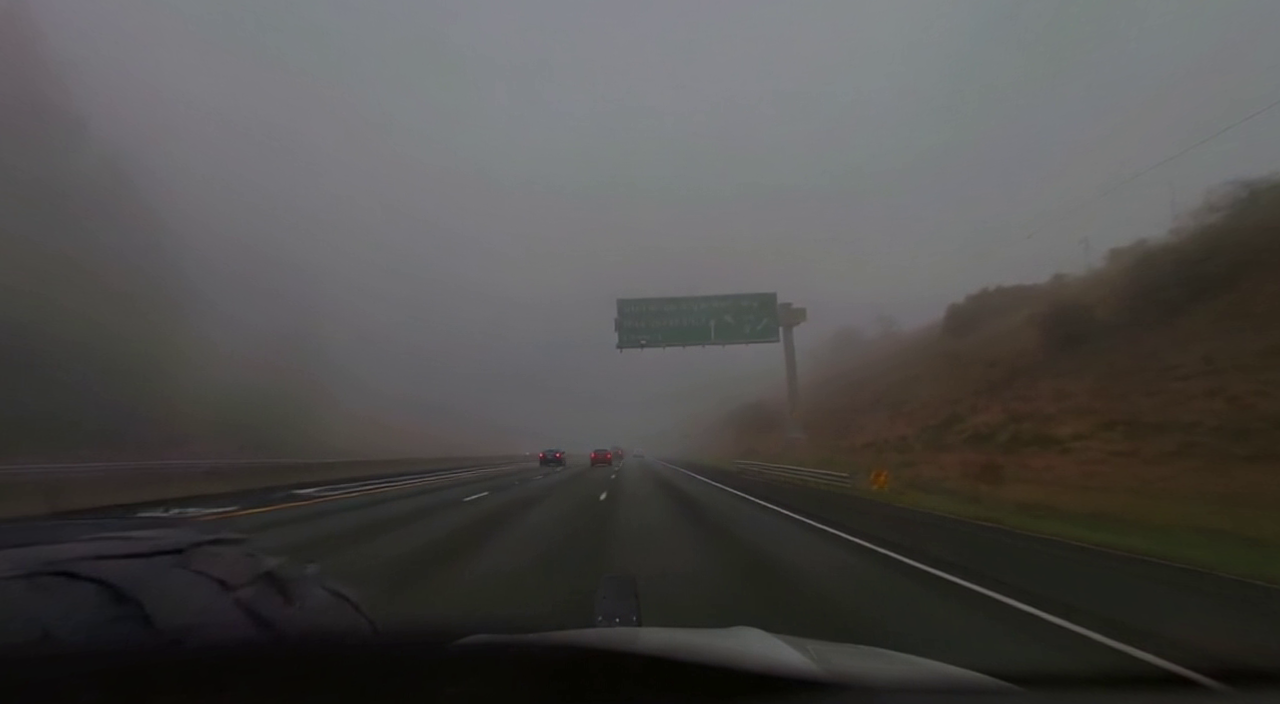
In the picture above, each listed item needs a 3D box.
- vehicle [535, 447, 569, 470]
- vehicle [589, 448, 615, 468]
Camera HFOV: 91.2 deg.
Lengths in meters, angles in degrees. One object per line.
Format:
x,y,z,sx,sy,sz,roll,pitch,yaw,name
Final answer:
-6.546,7.982,47.143,2.028,1.563,4.734,0,-9,-1,vehicle
-2.919,8.262,49.059,1.895,1.482,3.852,0,-9,-1,vehicle
